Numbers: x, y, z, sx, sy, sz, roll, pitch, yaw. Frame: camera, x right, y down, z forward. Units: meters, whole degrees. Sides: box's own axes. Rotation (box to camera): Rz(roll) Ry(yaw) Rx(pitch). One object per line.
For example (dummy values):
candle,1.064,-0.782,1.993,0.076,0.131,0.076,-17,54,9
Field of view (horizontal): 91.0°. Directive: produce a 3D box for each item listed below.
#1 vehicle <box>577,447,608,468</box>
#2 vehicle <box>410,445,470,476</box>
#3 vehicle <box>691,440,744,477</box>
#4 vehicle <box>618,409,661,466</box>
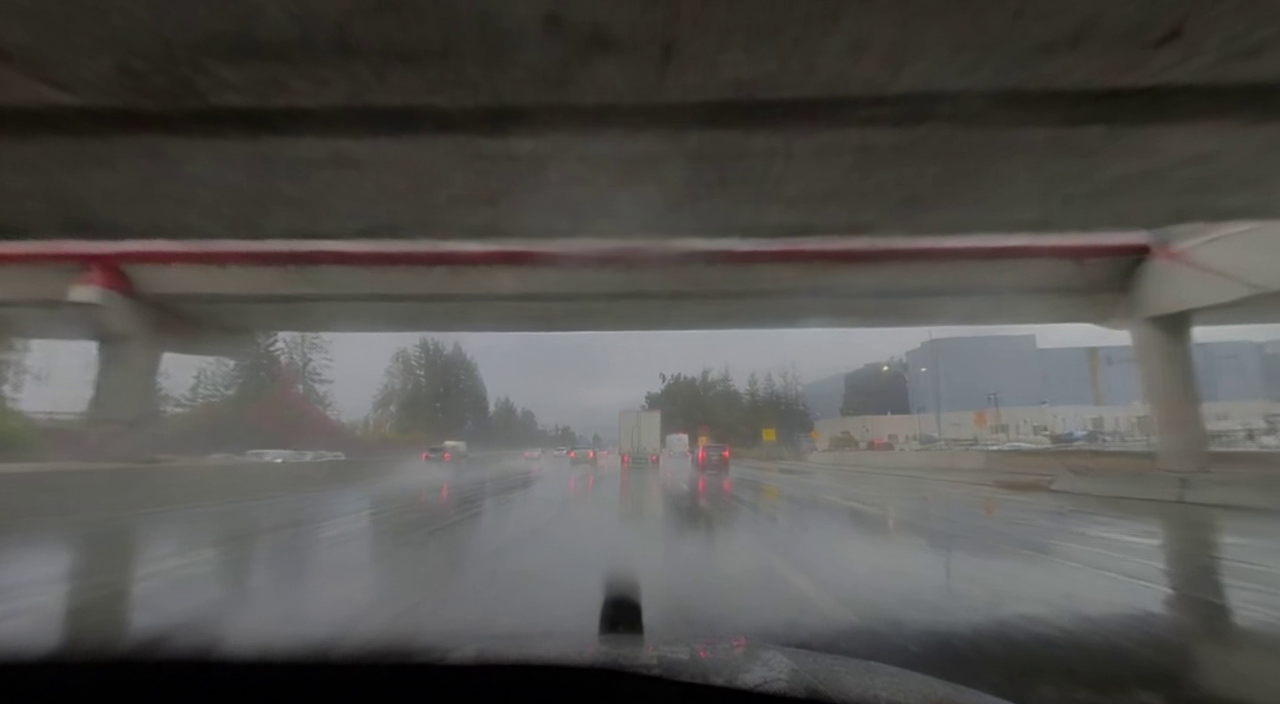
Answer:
vehicle,-3.709,8.241,49.389,2.083,1.576,4.307,0,-9,0
vehicle,-11.213,6.124,35.626,1.966,1.627,4.258,0,-9,1
vehicle,3.786,5.294,31.484,2.107,1.707,4.445,0,-9,0
vehicle,0.125,6.767,49.146,3.012,3.928,10.262,0,-9,2
